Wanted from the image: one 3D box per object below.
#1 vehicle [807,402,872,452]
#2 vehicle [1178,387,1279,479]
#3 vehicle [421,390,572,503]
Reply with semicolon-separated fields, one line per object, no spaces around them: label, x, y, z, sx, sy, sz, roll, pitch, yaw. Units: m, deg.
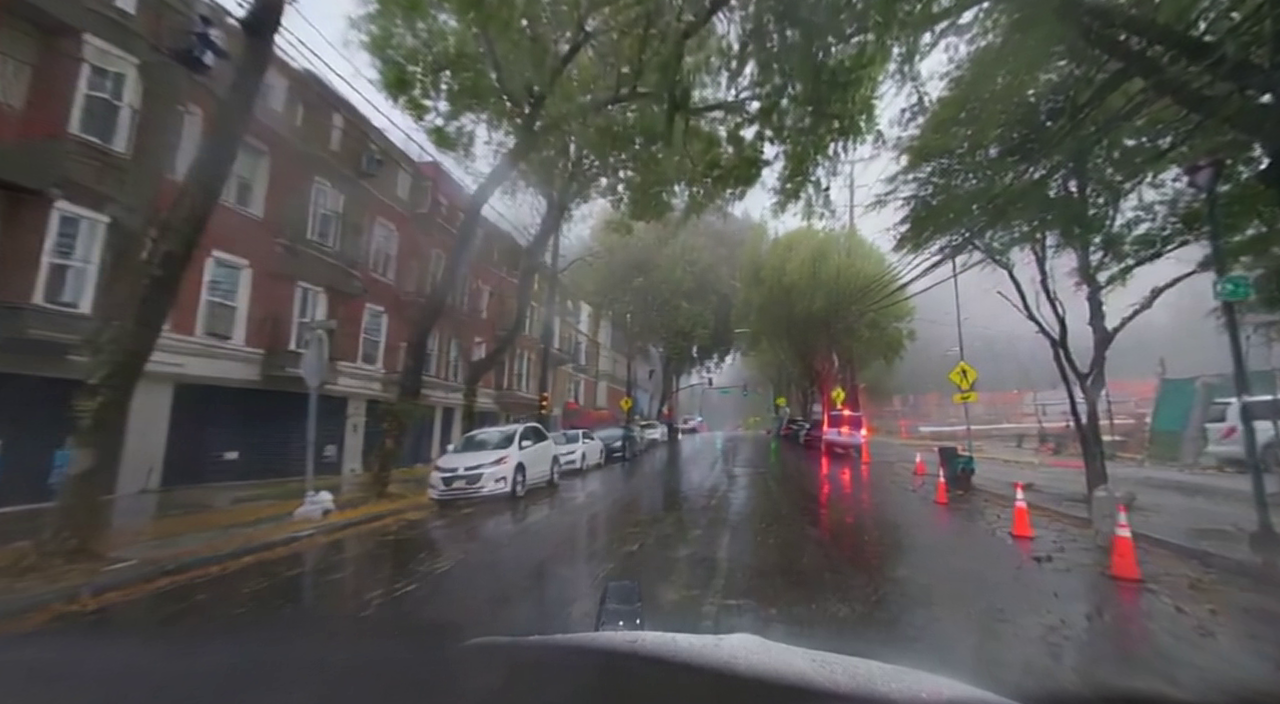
vehicle;8.655;3.366;27.779;1.994;1.857;4.393;1;-10;8
vehicle;15.955;1.797;14.645;4.585;1.977;2.170;-6;-10;17
vehicle;-3.048;2.136;14.401;1.894;2.186;3.901;-2;-8;11
